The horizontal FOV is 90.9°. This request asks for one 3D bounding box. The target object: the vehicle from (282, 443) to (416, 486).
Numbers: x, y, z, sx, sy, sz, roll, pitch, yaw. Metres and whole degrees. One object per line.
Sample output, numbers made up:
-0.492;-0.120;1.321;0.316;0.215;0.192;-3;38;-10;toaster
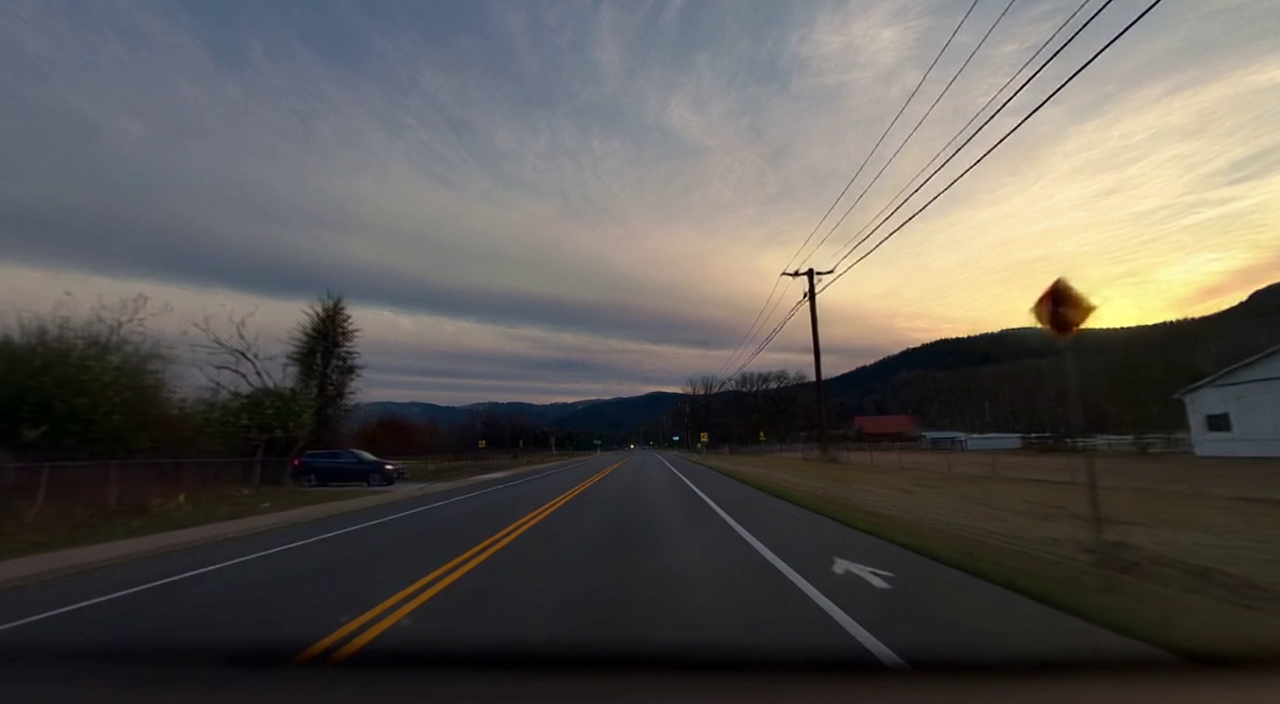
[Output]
-12.643;4.915;27.675;4.813;1.763;2.048;0;-8;-2;vehicle
